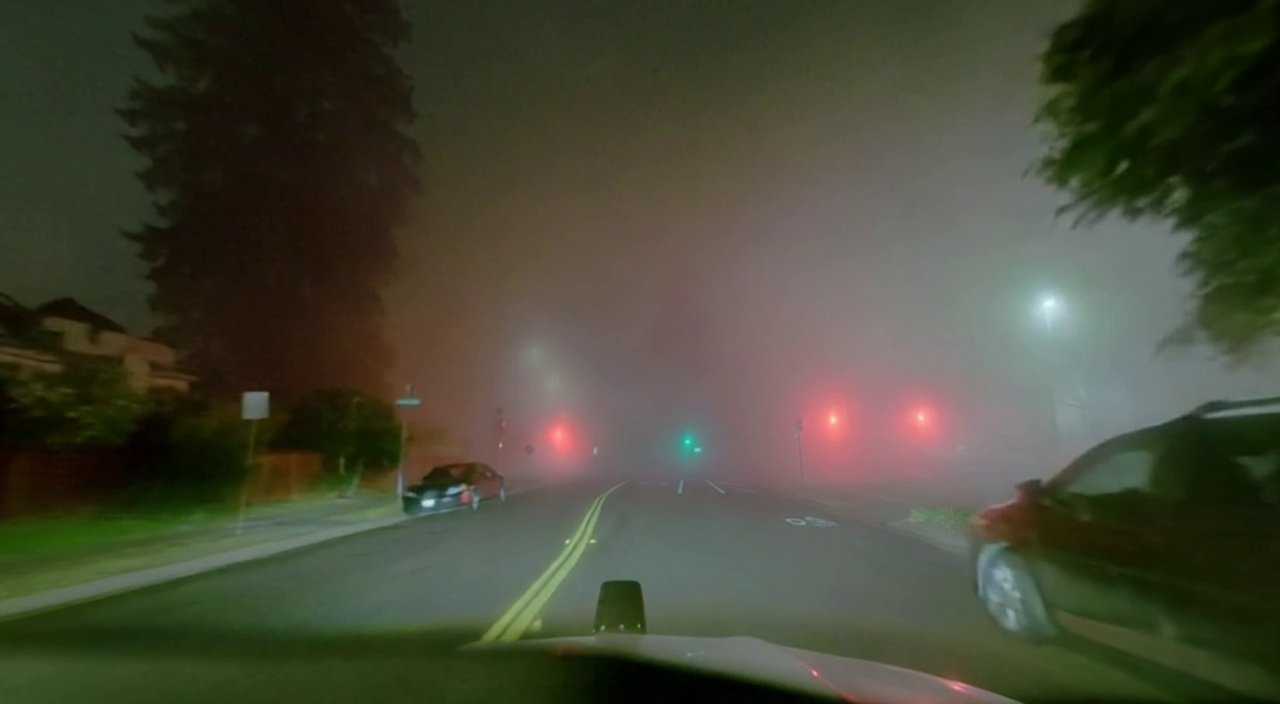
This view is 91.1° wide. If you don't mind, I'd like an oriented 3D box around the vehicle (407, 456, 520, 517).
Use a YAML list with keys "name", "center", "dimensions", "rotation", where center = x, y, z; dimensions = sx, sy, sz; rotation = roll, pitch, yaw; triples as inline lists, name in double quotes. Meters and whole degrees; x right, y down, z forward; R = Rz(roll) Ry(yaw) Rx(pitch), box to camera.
- name: "vehicle"
  center: [-5.083, 3.910, 18.751]
  dimensions: [2.033, 1.456, 4.370]
  rotation: [-3, -9, 2]

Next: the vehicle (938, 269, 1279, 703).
- name: "vehicle"
  center: [4.205, 0.959, 3.492]
  dimensions: [2.624, 2.227, 5.508]
  rotation: [3, -11, 3]
